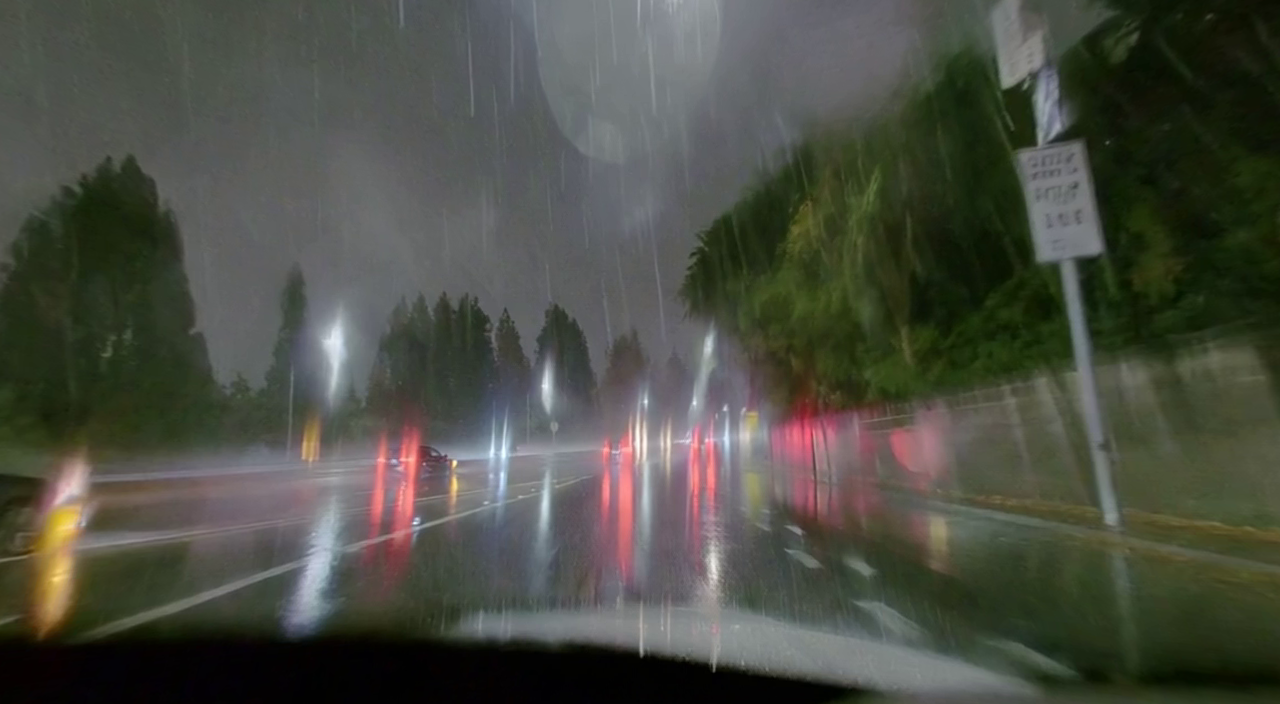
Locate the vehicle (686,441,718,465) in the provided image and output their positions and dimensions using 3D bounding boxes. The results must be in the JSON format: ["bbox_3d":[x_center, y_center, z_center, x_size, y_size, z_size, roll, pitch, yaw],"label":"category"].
[{"bbox_3d":[4.653,7.482,46.990,2.012,1.622,4.166,-2,-8,11],"label":"vehicle"}]

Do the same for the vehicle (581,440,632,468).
[{"bbox_3d":[-2.224,6.986,43.552,2.105,1.764,5.109,-2,-8,13],"label":"vehicle"}]

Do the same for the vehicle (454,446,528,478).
[{"bbox_3d":[-7.486,5.537,32.122,1.860,1.442,4.332,-2,-8,14],"label":"vehicle"}]

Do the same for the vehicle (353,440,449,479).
[{"bbox_3d":[-11.599,5.227,31.078,2.089,1.736,4.662,-2,-8,13],"label":"vehicle"}]
